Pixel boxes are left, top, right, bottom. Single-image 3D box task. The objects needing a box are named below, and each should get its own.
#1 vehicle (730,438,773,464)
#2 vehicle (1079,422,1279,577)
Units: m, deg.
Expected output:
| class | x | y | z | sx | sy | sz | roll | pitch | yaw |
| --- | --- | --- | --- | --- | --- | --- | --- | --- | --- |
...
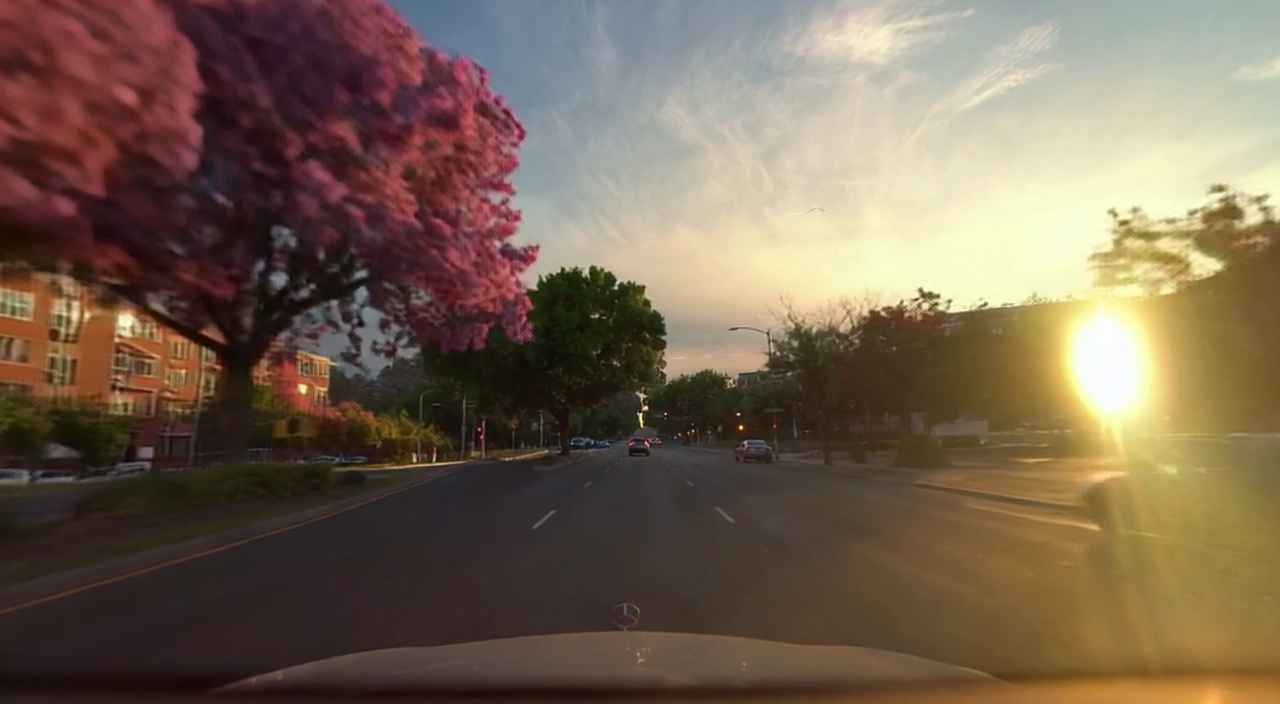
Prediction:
| class | x | y | z | sx | sy | sz | roll | pitch | yaw |
| --- | --- | --- | --- | --- | --- | --- | --- | --- | --- |
| vehicle | 7.176 | 6.421 | 41.198 | 1.933 | 1.580 | 4.162 | 0 | -8 | -1 |
| vehicle | 7.068 | 1.465 | 6.462 | 2.032 | 1.449 | 4.413 | 0 | -8 | 1 |
